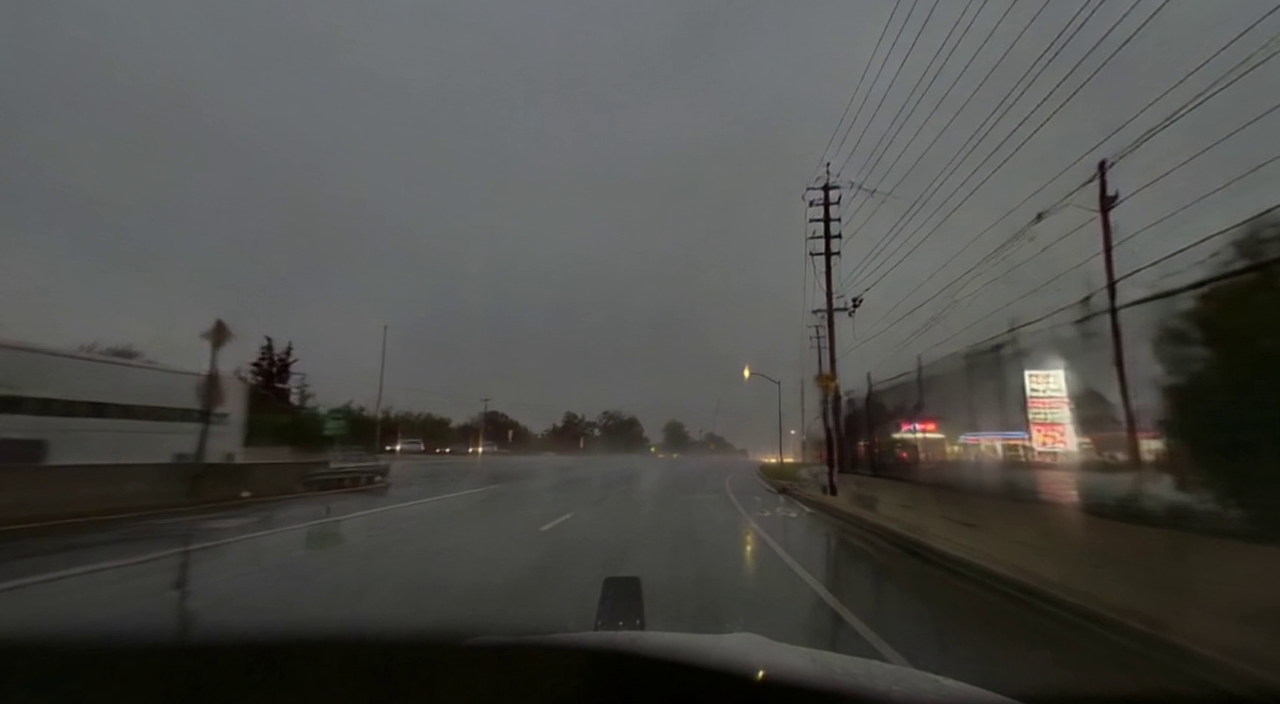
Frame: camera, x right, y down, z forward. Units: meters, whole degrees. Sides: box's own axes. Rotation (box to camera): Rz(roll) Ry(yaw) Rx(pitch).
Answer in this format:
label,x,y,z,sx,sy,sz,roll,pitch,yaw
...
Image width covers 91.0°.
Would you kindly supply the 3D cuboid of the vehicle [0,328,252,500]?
label,x,y,z,sx,sy,sz,roll,pitch,yaw
vehicle,-16.052,1.786,16.836,2.994,3.930,11.114,-1,-9,8
